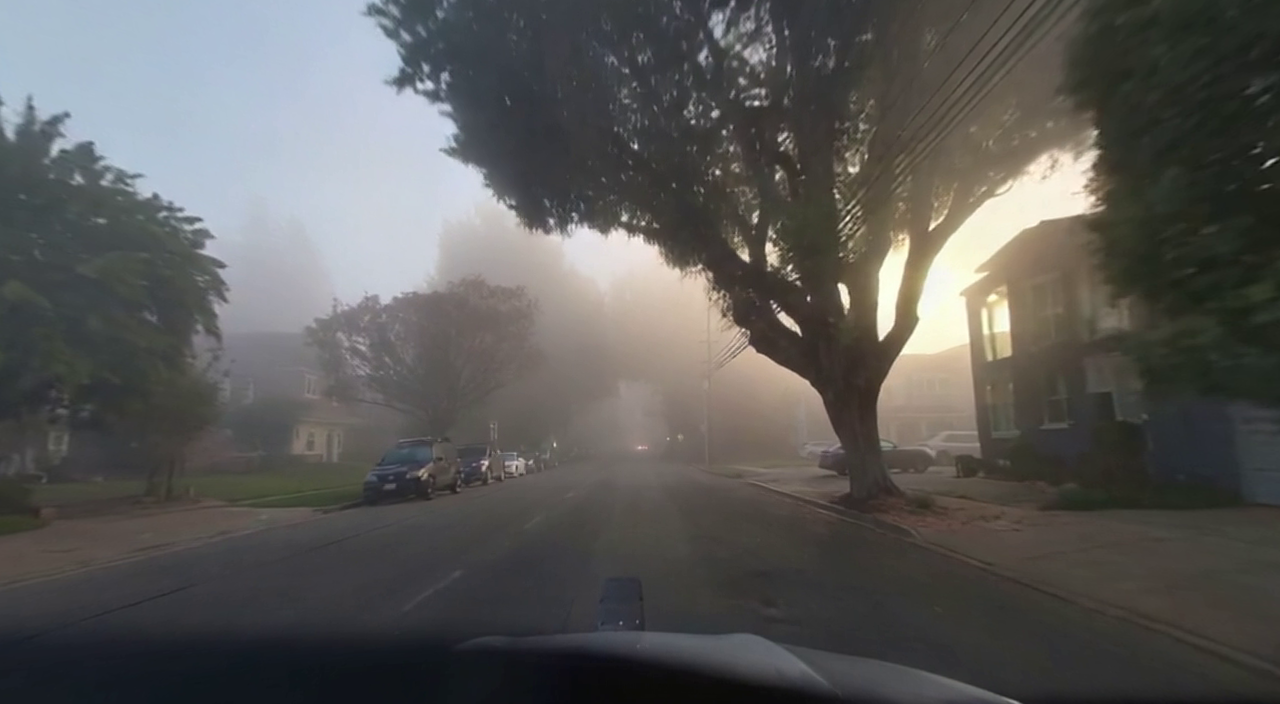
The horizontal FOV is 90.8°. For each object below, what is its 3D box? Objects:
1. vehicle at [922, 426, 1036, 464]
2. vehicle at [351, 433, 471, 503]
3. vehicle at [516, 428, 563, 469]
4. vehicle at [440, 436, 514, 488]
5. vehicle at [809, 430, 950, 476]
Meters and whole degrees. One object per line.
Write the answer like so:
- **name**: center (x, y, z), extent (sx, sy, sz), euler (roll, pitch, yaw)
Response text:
- **vehicle**: center (19.054, 5.279, 35.694), extent (5.215, 1.910, 2.031), euler (-1, -10, -3)
- **vehicle**: center (-6.727, 3.459, 19.173), extent (1.922, 1.801, 4.516), euler (-1, -9, 1)
- **vehicle**: center (-7.091, 6.912, 45.087), extent (2.439, 2.724, 5.647), euler (0, -9, 0)
- **vehicle**: center (-6.525, 4.476, 25.845), extent (1.941, 1.832, 4.666), euler (-1, -10, -1)
- **vehicle**: center (9.779, 4.154, 26.092), extent (4.979, 1.769, 1.943), euler (0, -8, -1)
